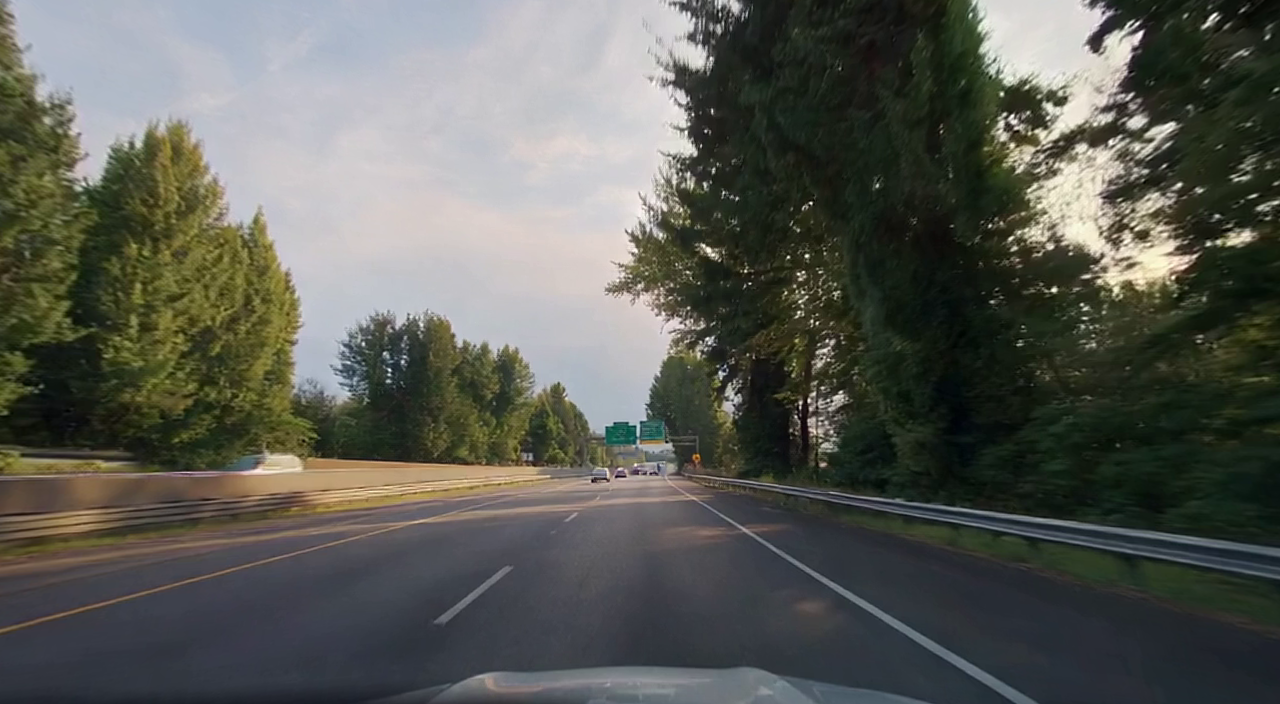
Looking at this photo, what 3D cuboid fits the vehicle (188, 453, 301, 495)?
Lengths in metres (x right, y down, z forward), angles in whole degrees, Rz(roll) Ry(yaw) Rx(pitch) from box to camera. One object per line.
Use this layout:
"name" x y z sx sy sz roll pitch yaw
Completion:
"vehicle" -16.253 5.037 26.181 1.898 1.547 4.194 1 -10 0
